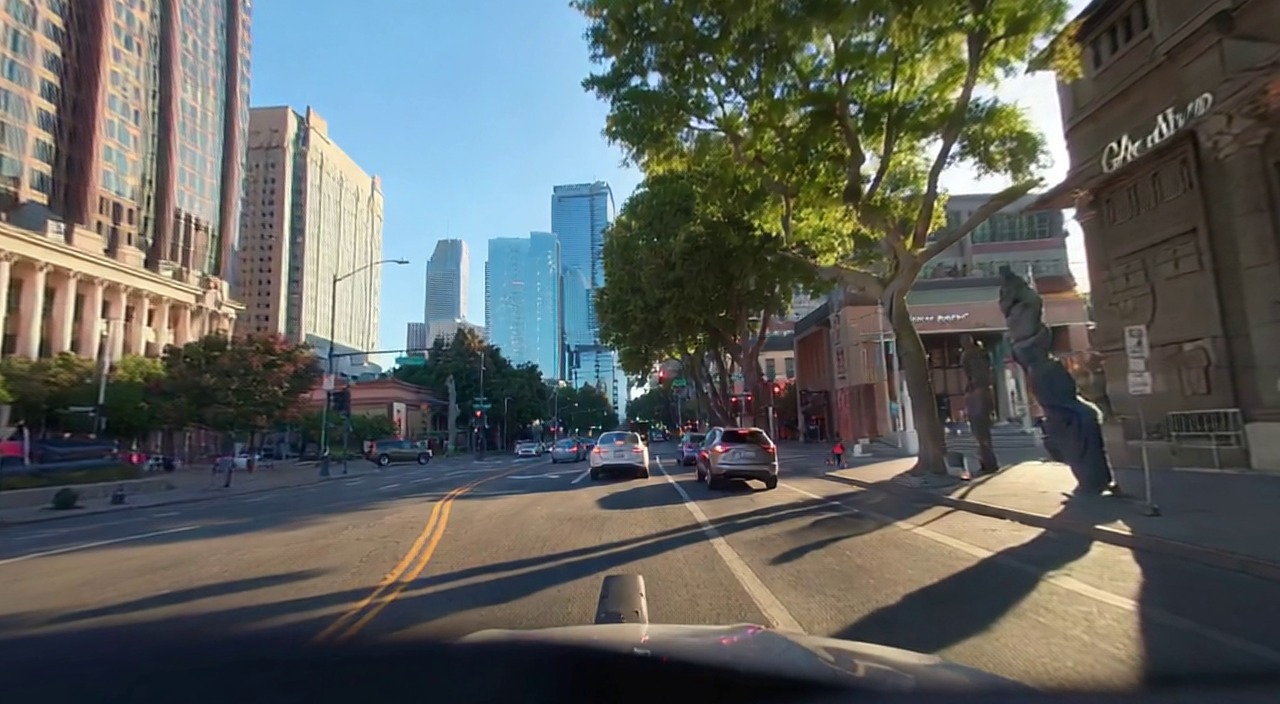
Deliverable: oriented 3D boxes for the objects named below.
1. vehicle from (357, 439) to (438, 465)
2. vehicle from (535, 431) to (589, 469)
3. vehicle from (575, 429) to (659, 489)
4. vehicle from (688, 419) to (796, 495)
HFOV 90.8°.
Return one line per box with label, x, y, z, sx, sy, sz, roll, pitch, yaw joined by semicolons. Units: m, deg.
vehicle;-17.089;7.049;44.669;4.855;1.769;2.071;0;-8;0
vehicle;-3.556;4.569;29.673;2.045;1.633;4.864;0;-8;-2
vehicle;-0.583;2.968;17.907;2.096;1.492;4.071;0;-8;0
vehicle;2.594;2.807;17.255;2.096;1.775;4.440;0;-8;-1
